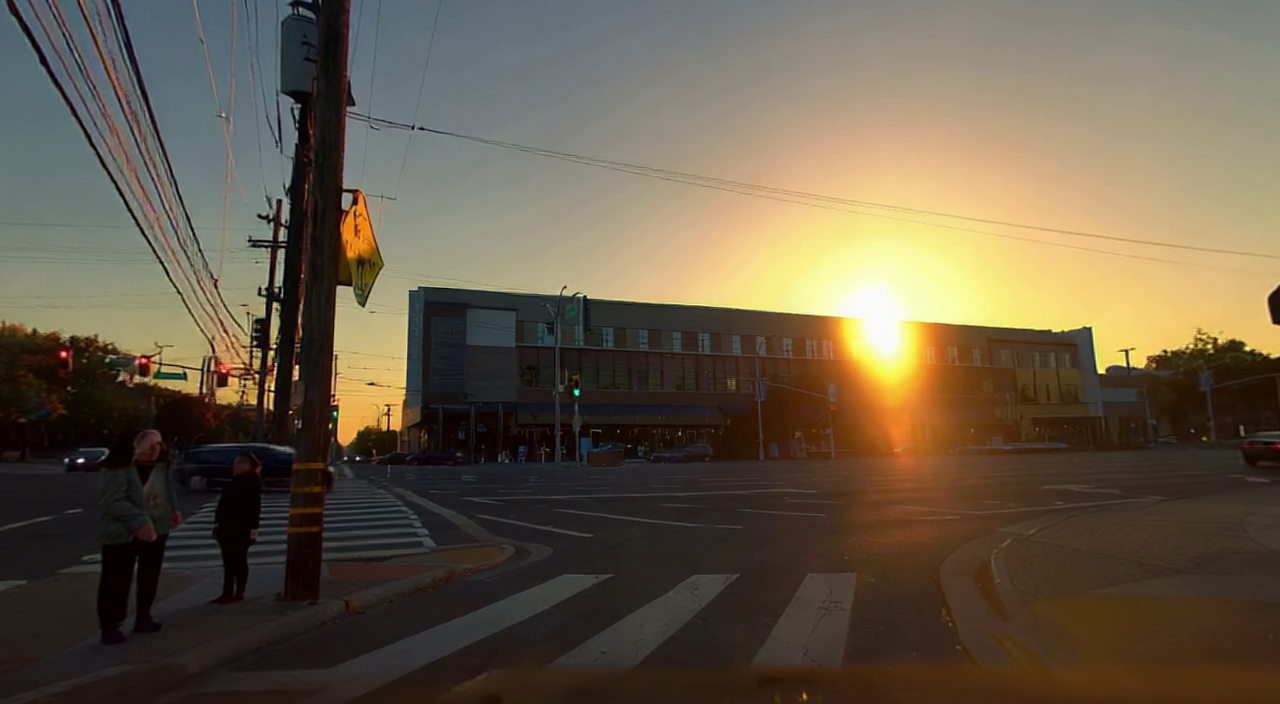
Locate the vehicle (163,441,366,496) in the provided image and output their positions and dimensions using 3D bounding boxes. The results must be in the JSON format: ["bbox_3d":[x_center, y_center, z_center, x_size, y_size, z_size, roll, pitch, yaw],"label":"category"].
[{"bbox_3d":[-10.831,3.359,18.449,4.700,1.479,2.095,-1,-8,7],"label":"vehicle"}]

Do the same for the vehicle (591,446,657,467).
[{"bbox_3d":[-1.150,7.542,45.810,4.391,1.451,1.717,4,-9,-26],"label":"vehicle"}]

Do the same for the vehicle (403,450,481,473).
[{"bbox_3d":[-13.556,7.475,43.272,4.837,1.407,1.818,4,-9,-26],"label":"vehicle"}]
